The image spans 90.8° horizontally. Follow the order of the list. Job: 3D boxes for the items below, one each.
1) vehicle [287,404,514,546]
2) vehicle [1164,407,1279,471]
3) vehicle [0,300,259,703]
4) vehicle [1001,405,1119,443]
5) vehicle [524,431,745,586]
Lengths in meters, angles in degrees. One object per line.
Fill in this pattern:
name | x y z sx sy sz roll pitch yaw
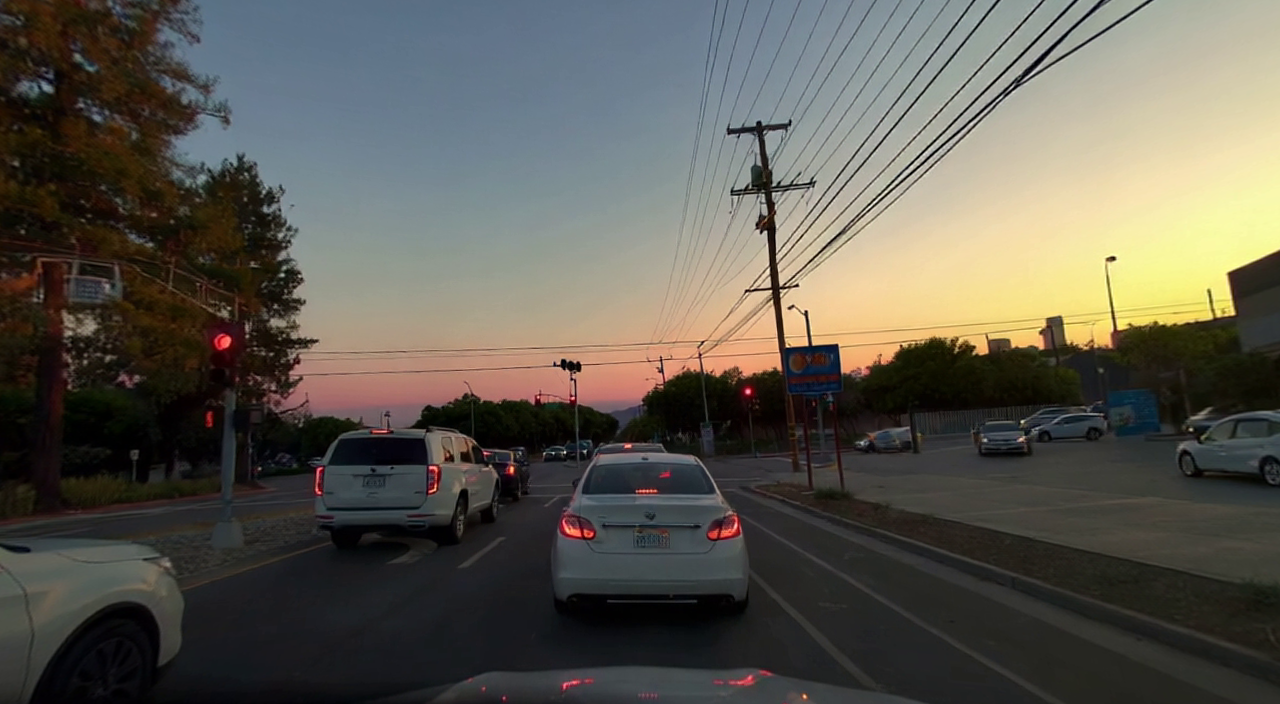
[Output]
vehicle | -3.849 2.089 11.372 2.147 1.963 4.927 0 -8 0
vehicle | 17.019 2.545 18.283 1.858 1.622 4.491 -5 -10 28
vehicle | -3.592 0.632 1.535 2.085 1.943 5.053 0 -8 1
vehicle | 26.818 4.642 40.514 5.782 2.286 2.223 -1 -9 5
vehicle | -0.098 1.804 8.144 2.121 1.474 3.968 0 -8 -1
